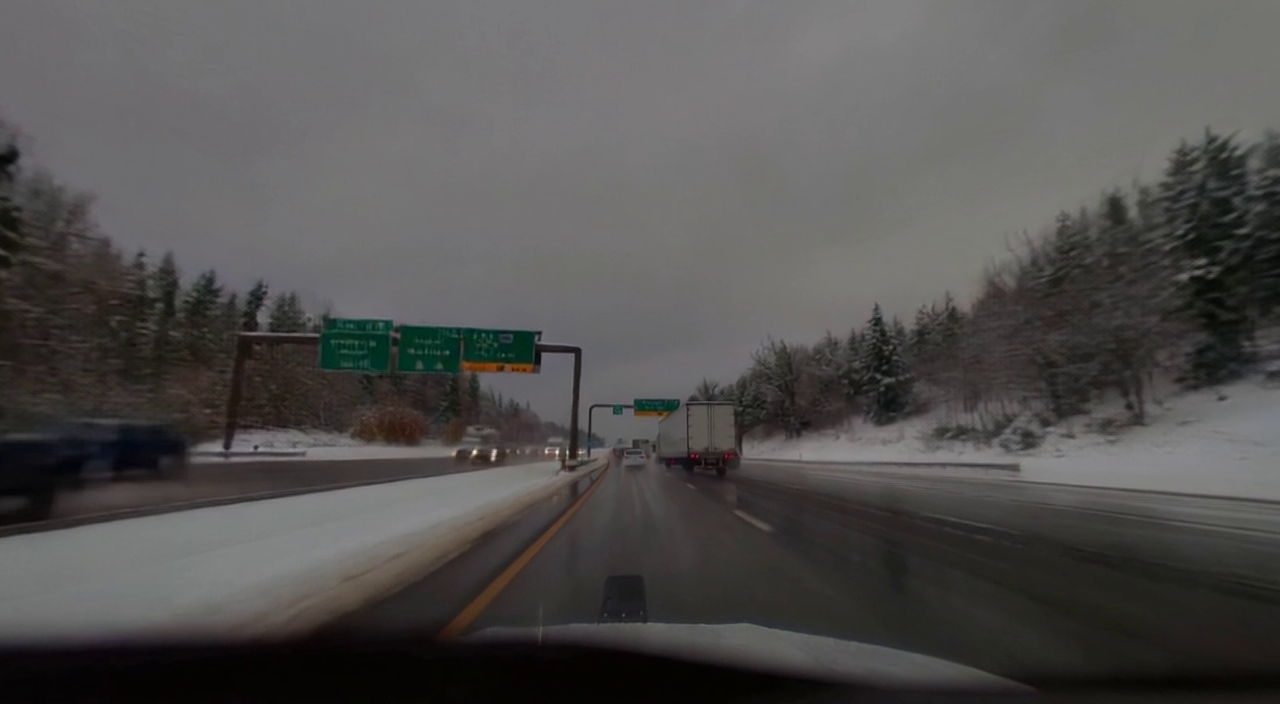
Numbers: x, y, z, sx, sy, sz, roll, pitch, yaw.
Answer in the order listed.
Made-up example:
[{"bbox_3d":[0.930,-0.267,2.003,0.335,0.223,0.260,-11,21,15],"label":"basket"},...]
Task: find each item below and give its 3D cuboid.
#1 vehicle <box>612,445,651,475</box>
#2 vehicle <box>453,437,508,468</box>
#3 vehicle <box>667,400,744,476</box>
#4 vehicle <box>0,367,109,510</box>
[{"bbox_3d":[-0.531,6.197,36.415,2.111,1.599,3.859,0,-9,-2],"label":"vehicle"},{"bbox_3d":[-8.293,5.279,33.085,2.005,1.497,4.075,0,-9,-3],"label":"vehicle"},{"bbox_3d":[3.735,5.535,39.803,2.931,4.009,12.800,0,-9,-2],"label":"vehicle"},{"bbox_3d":[-7.631,0.789,5.846,1.877,1.481,4.062,0,-9,-1],"label":"vehicle"}]
